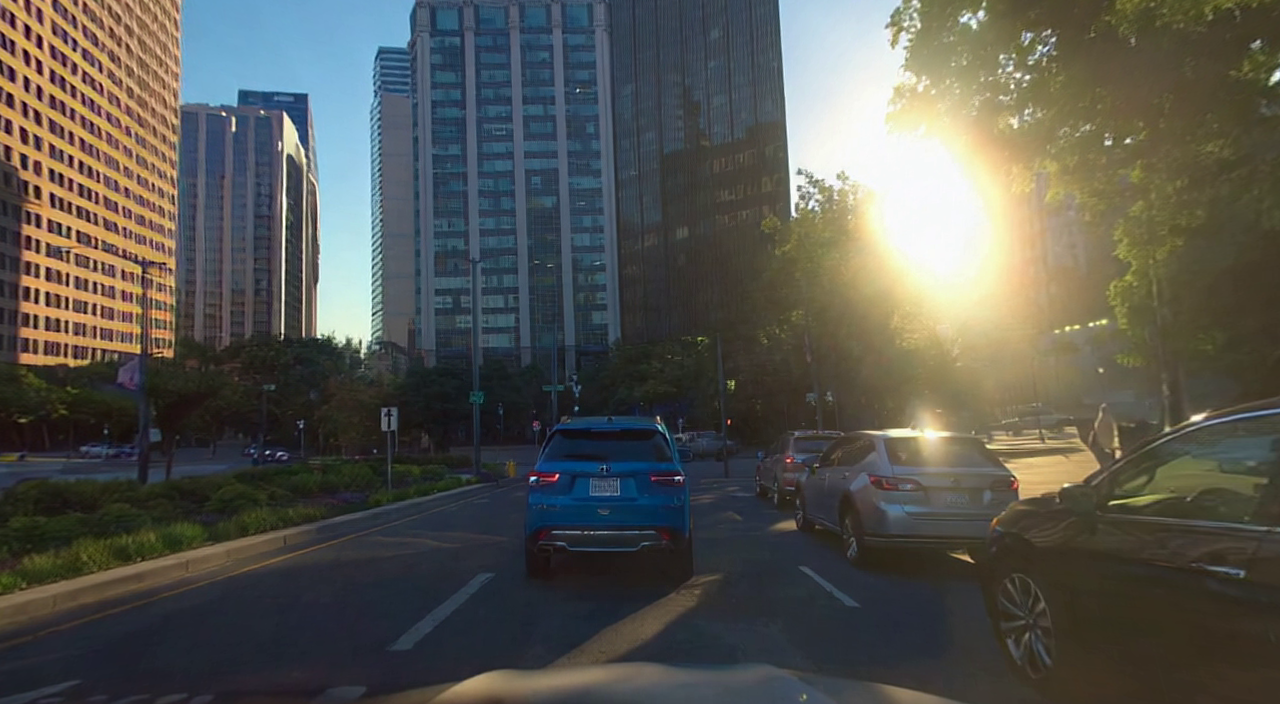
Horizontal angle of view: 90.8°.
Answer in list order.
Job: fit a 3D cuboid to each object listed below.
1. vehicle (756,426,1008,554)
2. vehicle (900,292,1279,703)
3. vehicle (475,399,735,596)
[{"bbox_3d":[3.287,1.973,9.806,1.941,1.482,4.632,0,-9,-2],"label":"vehicle"},{"bbox_3d":[2.998,0.747,2.246,2.063,1.760,4.664,0,-9,-1],"label":"vehicle"},{"bbox_3d":[-0.357,1.568,7.600,2.249,1.684,4.084,0,-9,-2],"label":"vehicle"}]
